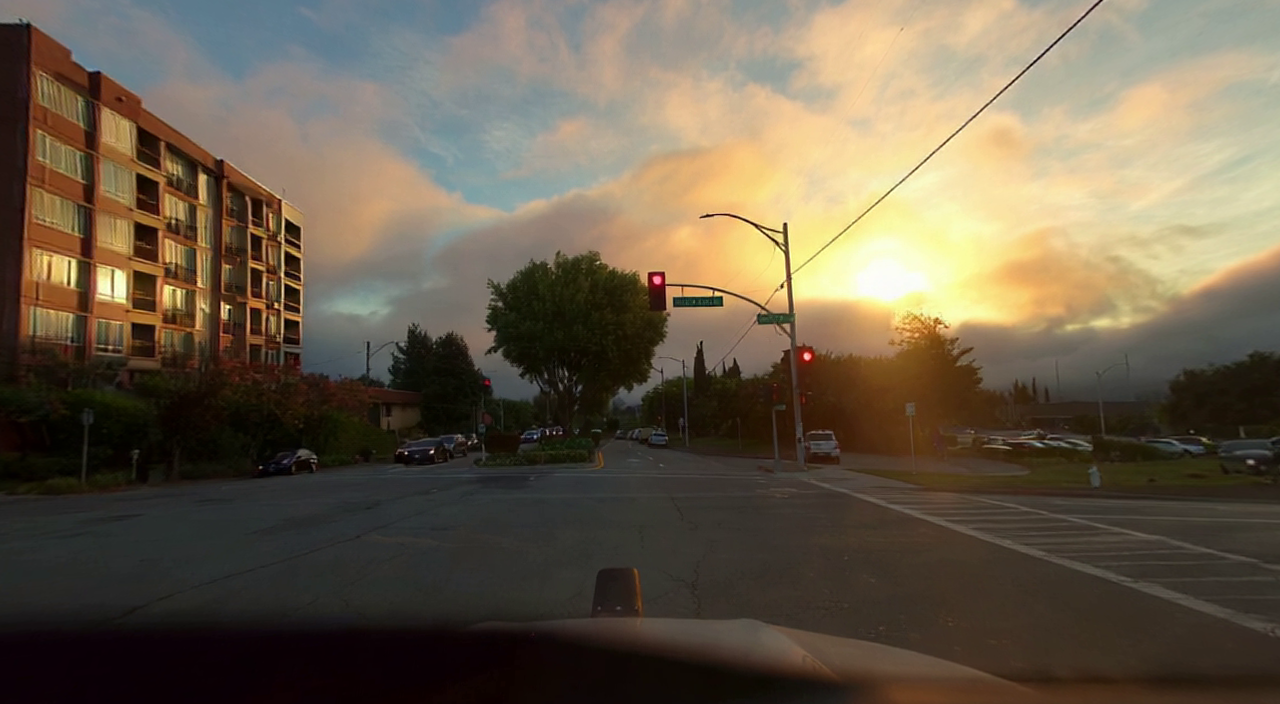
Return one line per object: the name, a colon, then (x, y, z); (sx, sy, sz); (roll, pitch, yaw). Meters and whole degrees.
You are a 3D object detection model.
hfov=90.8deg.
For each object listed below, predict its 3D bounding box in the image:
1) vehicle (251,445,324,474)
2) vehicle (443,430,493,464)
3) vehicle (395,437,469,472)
vehicle: (-21.127, 6.440, 38.092); (1.981, 1.628, 4.336); (0, -9, -1)
vehicle: (-9.780, 5.455, 36.174); (1.910, 1.818, 4.057); (0, -9, -3)
vehicle: (-9.673, 4.799, 29.781); (2.116, 1.521, 4.294); (0, -9, -1)
